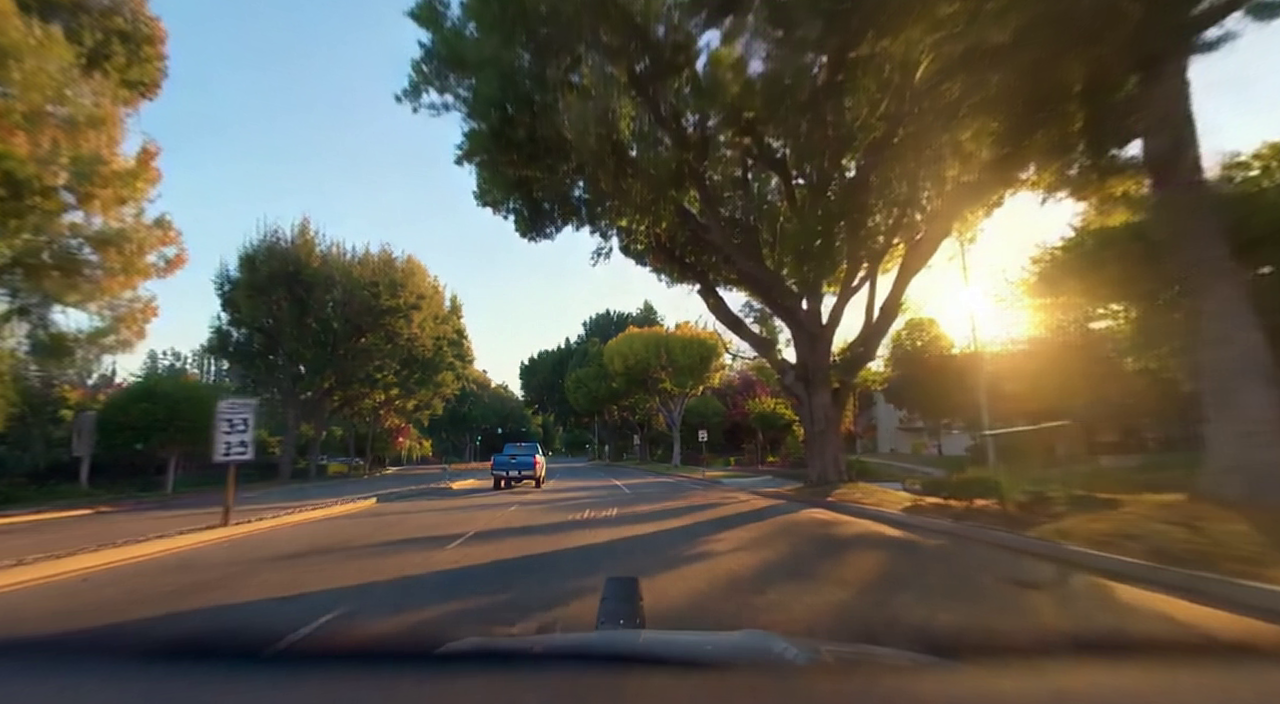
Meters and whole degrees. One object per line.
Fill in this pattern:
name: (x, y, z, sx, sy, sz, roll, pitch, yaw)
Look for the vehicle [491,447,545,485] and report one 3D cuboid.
vehicle: (-6.551, 6.194, 34.614, 2.267, 1.849, 6.402, 1, -9, -5)
